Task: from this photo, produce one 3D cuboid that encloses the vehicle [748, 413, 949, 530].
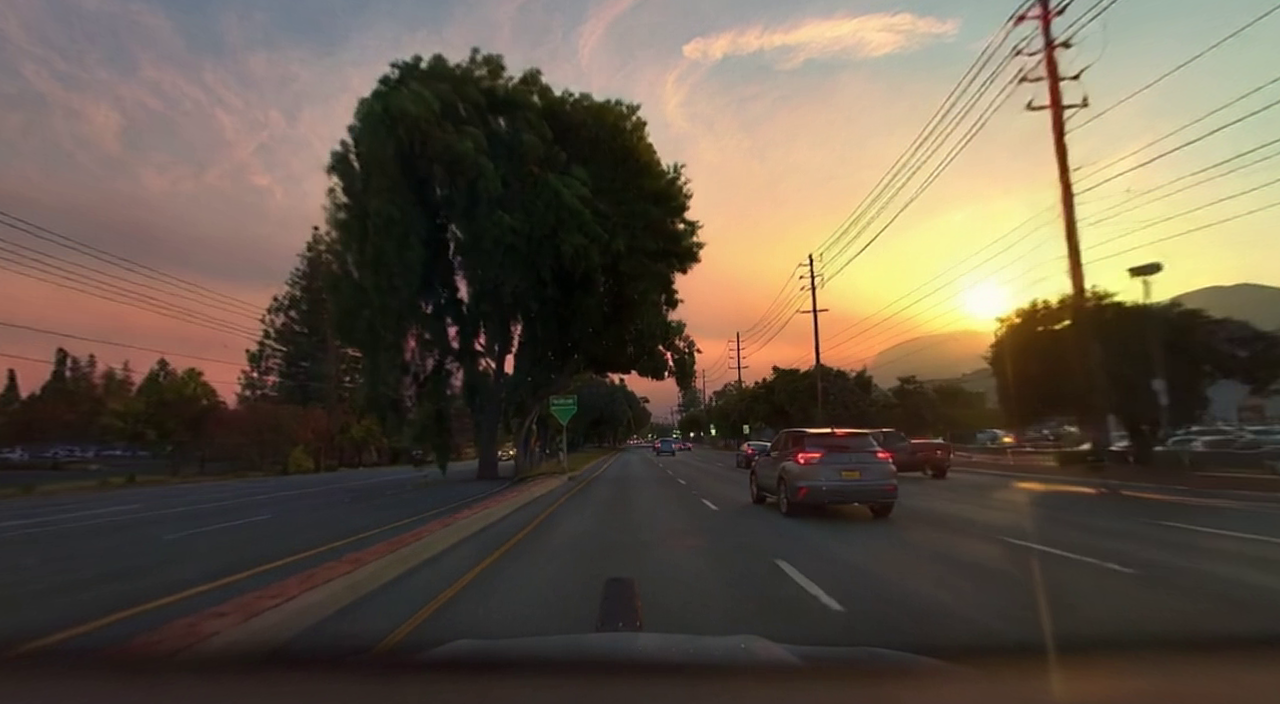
[{"bbox_3d":[3.377,2.034,11.222,2.078,1.668,4.078,0,-8,-1],"label":"vehicle"}]
